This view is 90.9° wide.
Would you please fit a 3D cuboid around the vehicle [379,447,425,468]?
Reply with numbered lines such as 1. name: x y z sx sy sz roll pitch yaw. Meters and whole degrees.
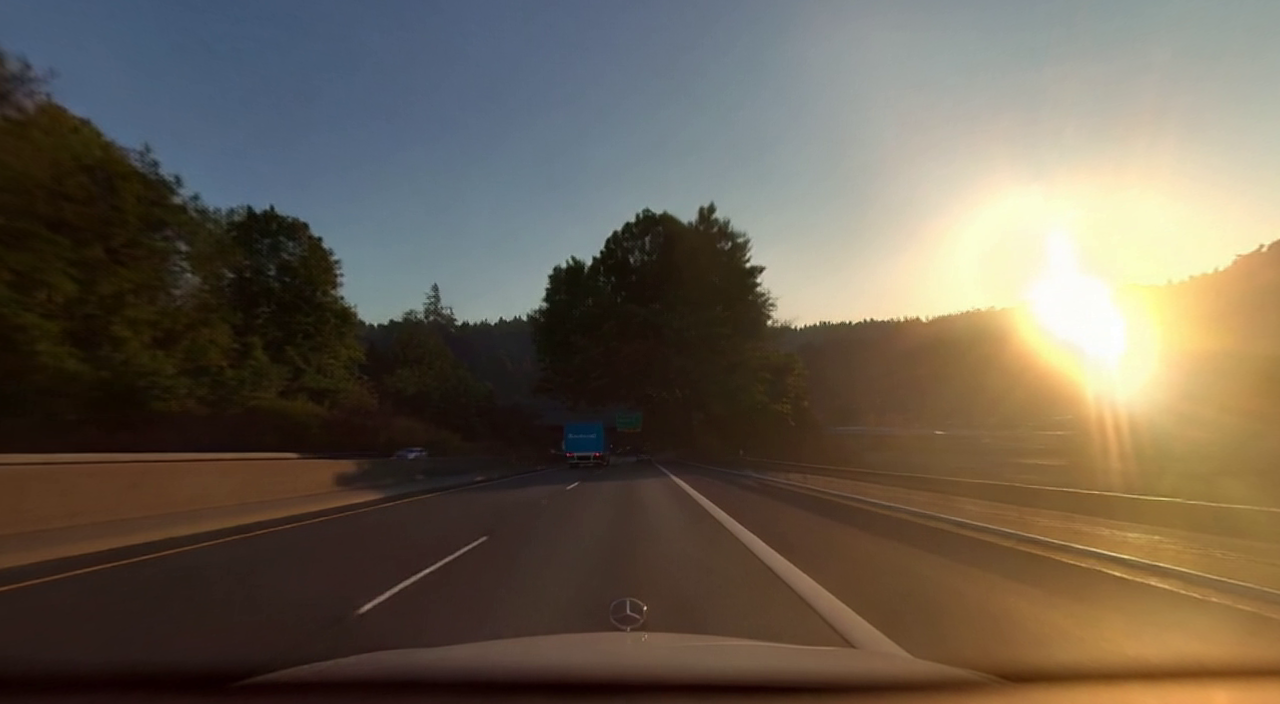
1. vehicle: -17.591 7.798 46.671 1.757 1.491 4.055 0 -9 1

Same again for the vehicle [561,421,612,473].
1. vehicle: -3.399 6.283 41.632 2.695 3.151 6.885 0 -9 1
